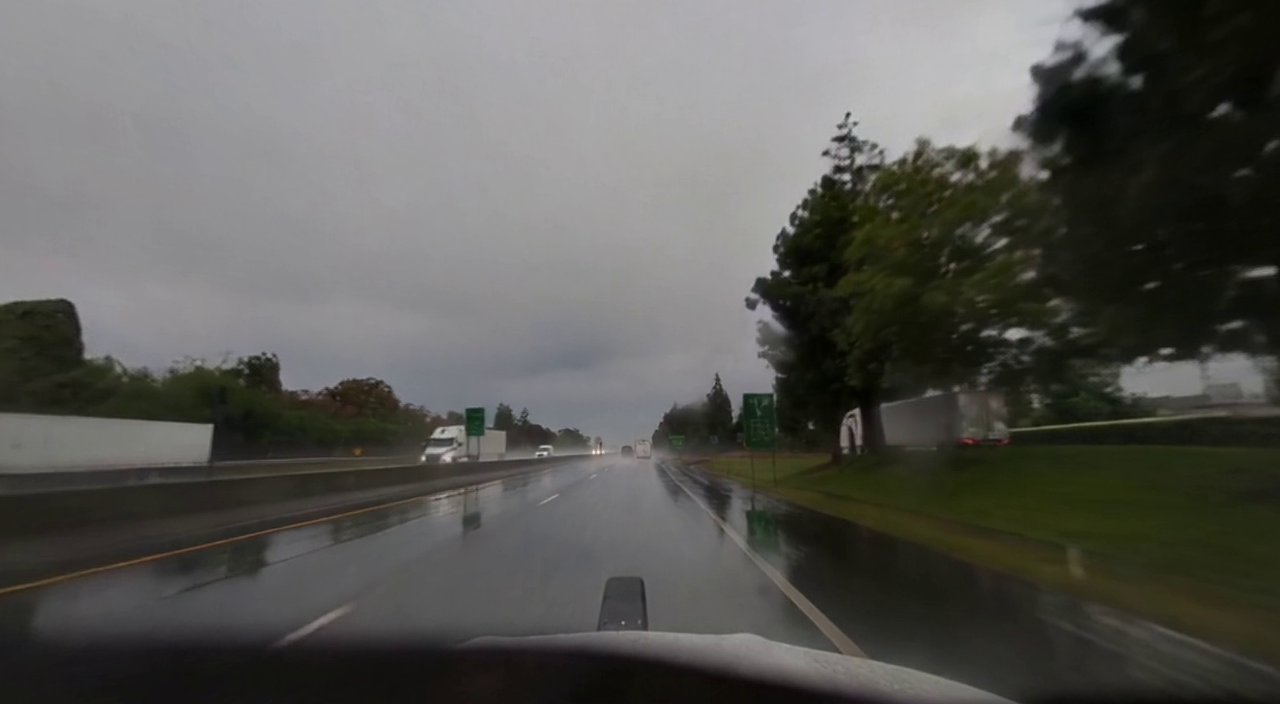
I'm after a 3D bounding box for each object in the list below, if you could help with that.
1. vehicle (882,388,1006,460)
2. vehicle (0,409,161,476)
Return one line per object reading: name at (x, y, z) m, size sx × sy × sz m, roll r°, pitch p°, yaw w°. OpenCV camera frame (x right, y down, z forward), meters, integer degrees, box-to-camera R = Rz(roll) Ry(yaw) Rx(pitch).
vehicle at (19.261, 4.817, 40.859) m, size 2.763 × 4.126 × 9.013 m, roll 1°, pitch -9°, yaw -5°
vehicle at (-38.567, 5.705, 39.328) m, size 2.898 × 3.855 × 17.999 m, roll 0°, pitch -9°, yaw 2°
